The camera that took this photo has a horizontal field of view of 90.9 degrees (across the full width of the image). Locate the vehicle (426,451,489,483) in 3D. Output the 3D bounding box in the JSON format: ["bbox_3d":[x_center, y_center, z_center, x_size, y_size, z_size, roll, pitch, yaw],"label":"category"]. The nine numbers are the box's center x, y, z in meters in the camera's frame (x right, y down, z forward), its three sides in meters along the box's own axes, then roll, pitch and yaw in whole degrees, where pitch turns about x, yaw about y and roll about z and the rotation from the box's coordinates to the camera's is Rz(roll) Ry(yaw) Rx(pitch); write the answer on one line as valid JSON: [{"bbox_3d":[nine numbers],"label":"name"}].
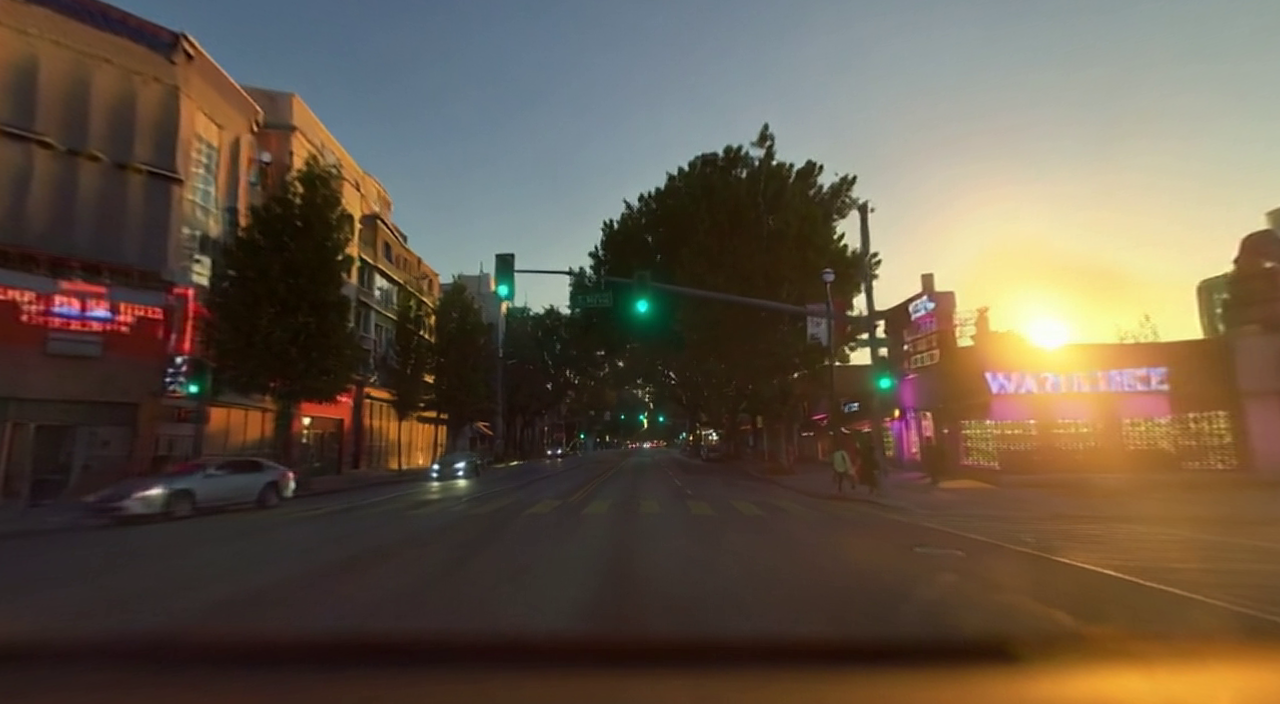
[{"bbox_3d":[-9.172,5.770,31.999,1.913,1.457,4.048,0,-8,1],"label":"vehicle"}]

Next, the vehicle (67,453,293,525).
[{"bbox_3d":[-11.760,3.459,16.539,1.919,1.518,4.360,-3,-9,20],"label":"vehicle"}]
